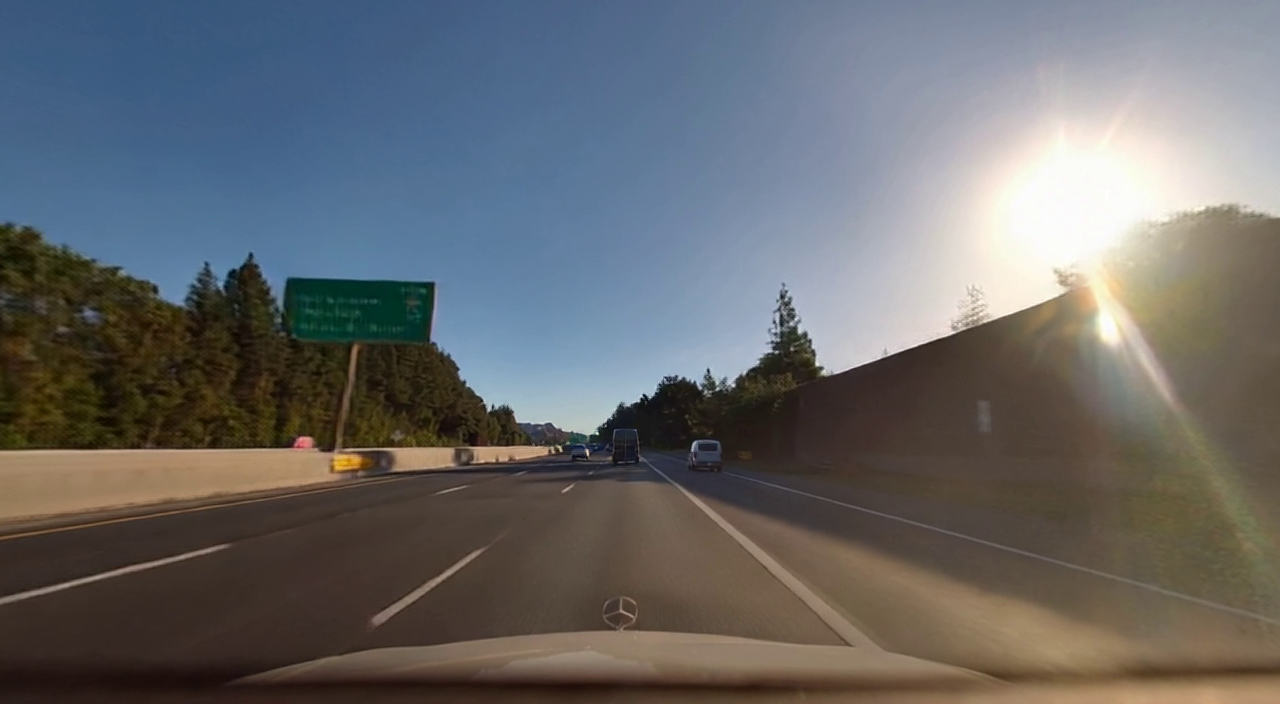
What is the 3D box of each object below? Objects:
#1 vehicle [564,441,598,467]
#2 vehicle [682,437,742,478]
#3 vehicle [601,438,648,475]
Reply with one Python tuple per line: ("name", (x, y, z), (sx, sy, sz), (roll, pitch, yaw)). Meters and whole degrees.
("vehicle", (-4.109, 7.231, 44.834), (2.023, 1.709, 4.263), (0, -8, 0))
("vehicle", (3.233, 4.841, 29.238), (2.160, 1.759, 4.214), (0, -8, -2))
("vehicle", (-0.780, 5.382, 32.718), (2.297, 1.783, 4.355), (0, -8, -1))
